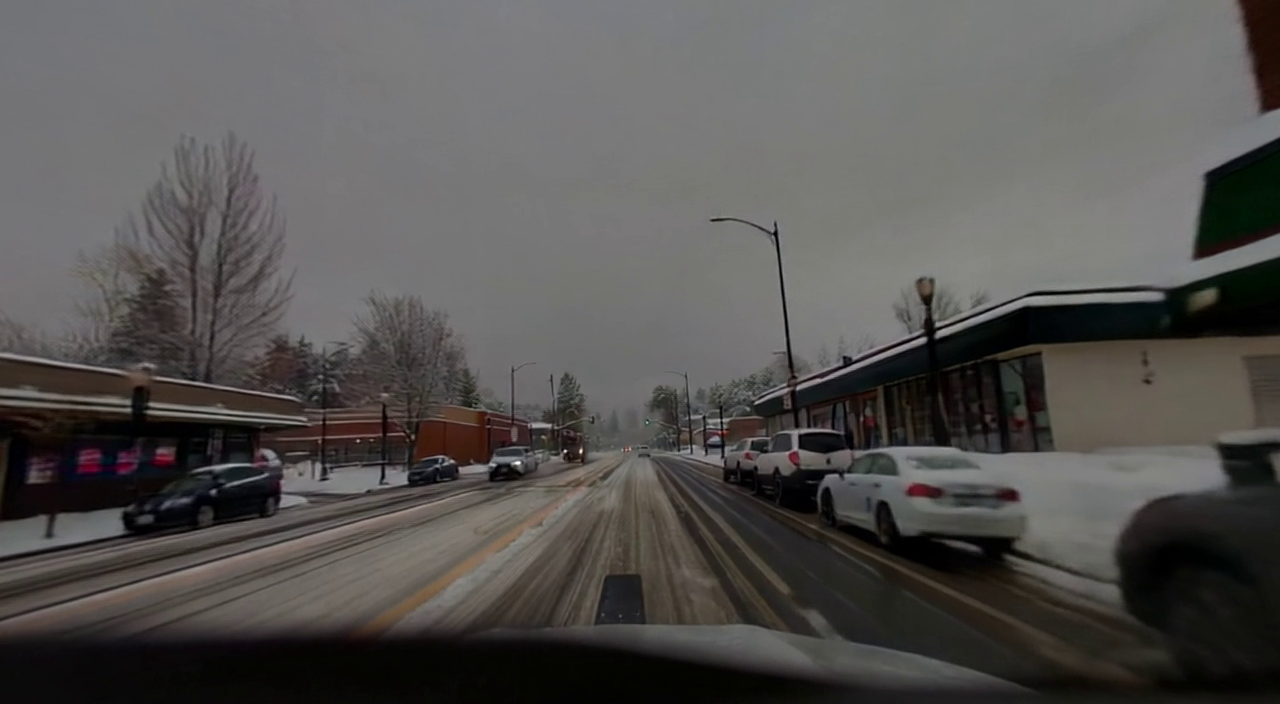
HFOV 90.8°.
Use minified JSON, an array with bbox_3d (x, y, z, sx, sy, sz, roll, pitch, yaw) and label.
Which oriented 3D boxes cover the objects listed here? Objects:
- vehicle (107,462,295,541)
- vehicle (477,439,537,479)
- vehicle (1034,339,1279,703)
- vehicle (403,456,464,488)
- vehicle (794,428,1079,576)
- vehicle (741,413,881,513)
[{"bbox_3d":[-10.765,3.634,15.922,1.930,1.621,3.853,-1,-9,0],"label":"vehicle"},{"bbox_3d":[-6.680,5.433,32.308,2.044,1.839,4.512,-1,-9,0],"label":"vehicle"},{"bbox_3d":[3.868,0.745,1.868,2.132,1.889,5.213,-1,-9,2],"label":"vehicle"},{"bbox_3d":[-10.516,6.103,32.482,1.846,1.463,4.206,0,-9,-1],"label":"vehicle"},{"bbox_3d":[3.887,2.060,9.435,1.876,1.468,4.672,-5,-9,-1],"label":"vehicle"},{"bbox_3d":[3.830,2.595,15.110,1.976,2.001,4.430,0,-9,-2],"label":"vehicle"}]
